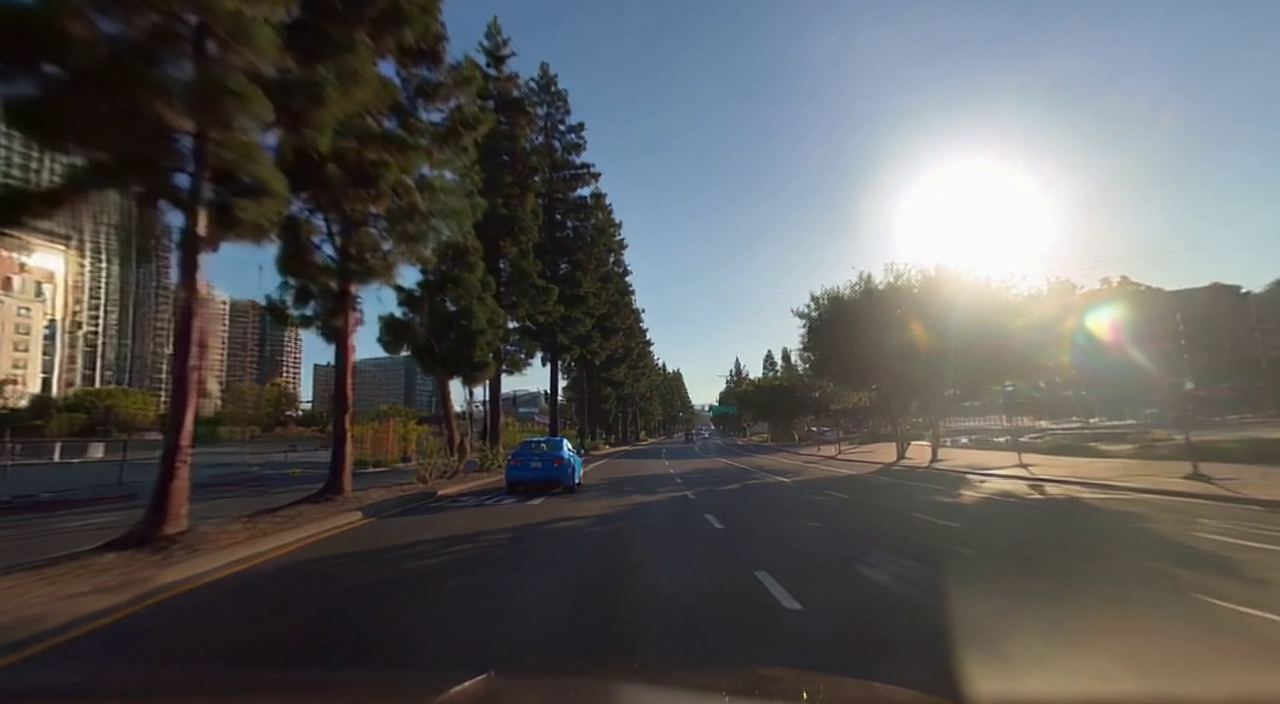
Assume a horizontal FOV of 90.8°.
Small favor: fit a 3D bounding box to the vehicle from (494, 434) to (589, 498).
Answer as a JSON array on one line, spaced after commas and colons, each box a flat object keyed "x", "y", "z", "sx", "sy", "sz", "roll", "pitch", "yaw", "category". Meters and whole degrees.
[{"x": -2.522, "y": 3.017, "z": 17.338, "sx": 2.042, "sy": 1.479, "sz": 4.601, "roll": 0, "pitch": -7, "yaw": -2, "category": "vehicle"}]
